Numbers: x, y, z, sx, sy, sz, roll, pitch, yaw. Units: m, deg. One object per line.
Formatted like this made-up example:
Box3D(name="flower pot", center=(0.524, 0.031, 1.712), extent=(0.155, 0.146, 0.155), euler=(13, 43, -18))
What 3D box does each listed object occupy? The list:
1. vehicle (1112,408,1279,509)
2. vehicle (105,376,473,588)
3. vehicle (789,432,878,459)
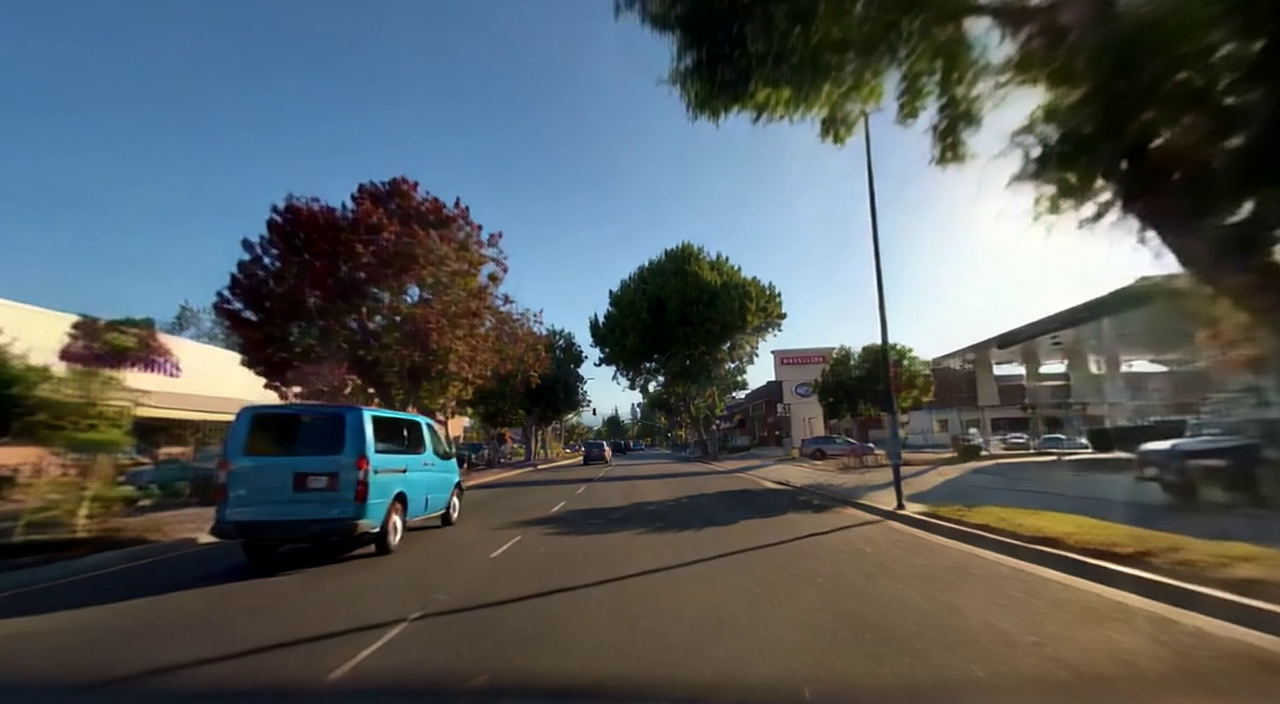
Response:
Box3D(name="vehicle", center=(10.788, 1.761, 10.636), extent=(3.935, 1.518, 1.985), euler=(0, -8, -1))
Box3D(name="vehicle", center=(-3.992, 1.578, 8.499), extent=(2.152, 1.987, 4.952), euler=(0, -8, -1))
Box3D(name="vehicle", center=(11.371, 5.528, 37.116), extent=(4.607, 1.471, 1.982), euler=(0, -8, 0))
